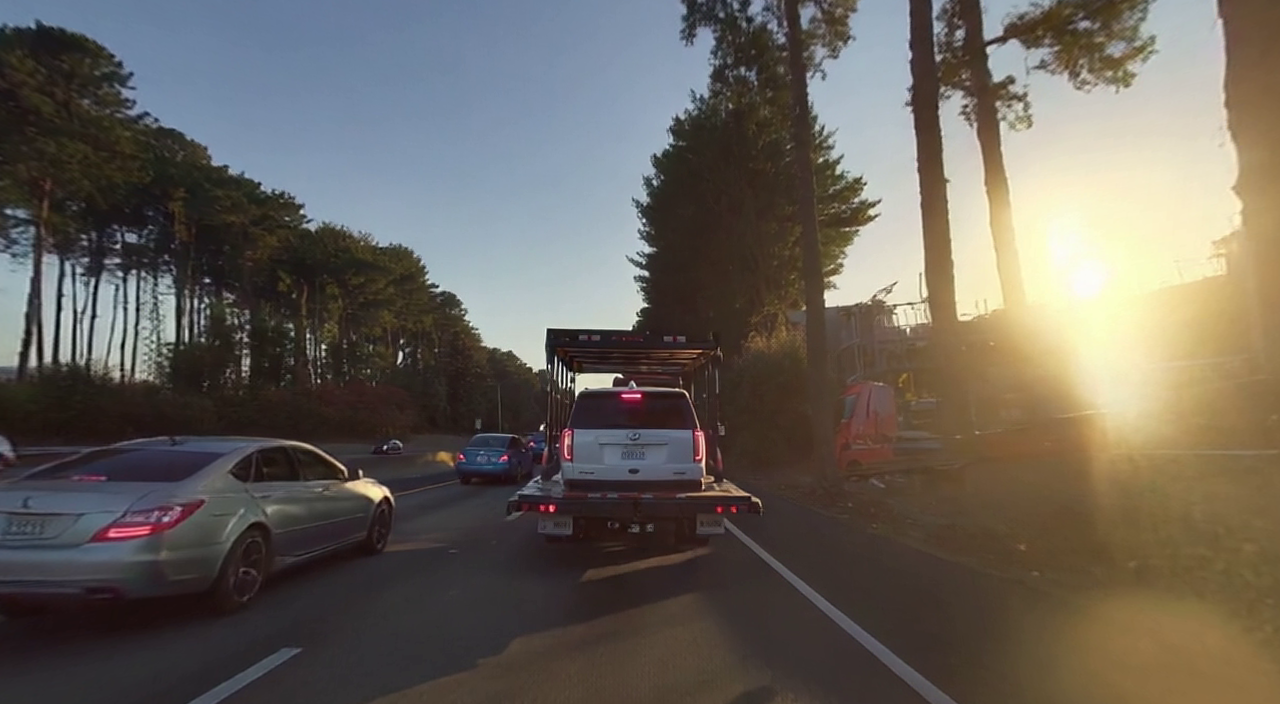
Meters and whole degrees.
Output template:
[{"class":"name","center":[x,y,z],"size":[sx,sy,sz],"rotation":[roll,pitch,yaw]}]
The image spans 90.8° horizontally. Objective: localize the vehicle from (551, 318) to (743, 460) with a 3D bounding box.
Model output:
[{"class":"vehicle","center":[-0.032,0.763,9.511],"size":[2.156,1.604,4.680],"rotation":[0,-9,-3]}]

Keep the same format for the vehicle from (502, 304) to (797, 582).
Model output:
[{"class":"vehicle","center":[-0.174,1.607,11.194],"size":[2.735,2.597,10.435],"rotation":[1,-9,-3]}]

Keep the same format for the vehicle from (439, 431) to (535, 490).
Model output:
[{"class":"vehicle","center":[-4.803,3.477,20.520],"size":[2.057,1.665,4.572],"rotation":[0,-9,-1]}]

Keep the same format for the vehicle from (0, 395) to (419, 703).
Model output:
[{"class":"vehicle","center":[-3.916,1.338,5.582],"size":[2.155,1.513,4.964],"rotation":[0,-9,0]}]
